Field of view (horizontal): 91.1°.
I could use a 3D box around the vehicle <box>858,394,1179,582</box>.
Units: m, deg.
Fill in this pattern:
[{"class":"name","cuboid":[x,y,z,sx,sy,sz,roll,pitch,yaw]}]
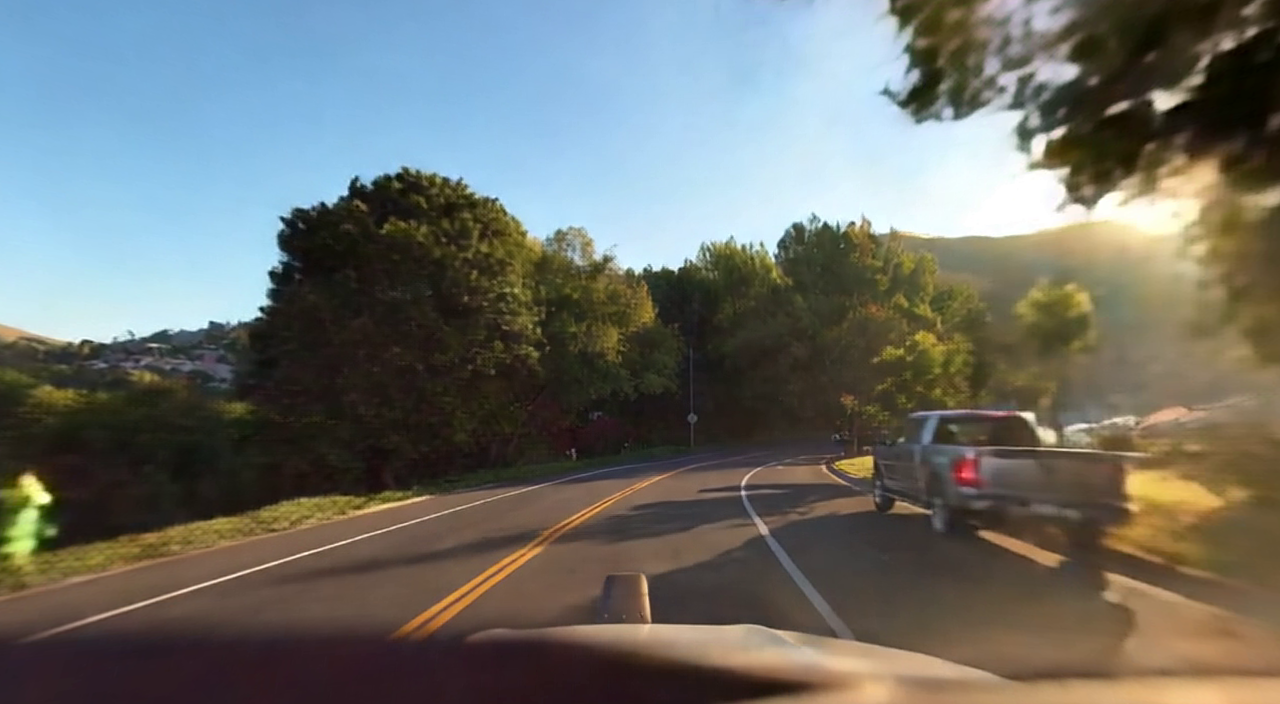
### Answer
[{"class":"vehicle","cuboid":[4.529,1.635,8.537,1.992,1.817,4.467,0,-8,7]}]
